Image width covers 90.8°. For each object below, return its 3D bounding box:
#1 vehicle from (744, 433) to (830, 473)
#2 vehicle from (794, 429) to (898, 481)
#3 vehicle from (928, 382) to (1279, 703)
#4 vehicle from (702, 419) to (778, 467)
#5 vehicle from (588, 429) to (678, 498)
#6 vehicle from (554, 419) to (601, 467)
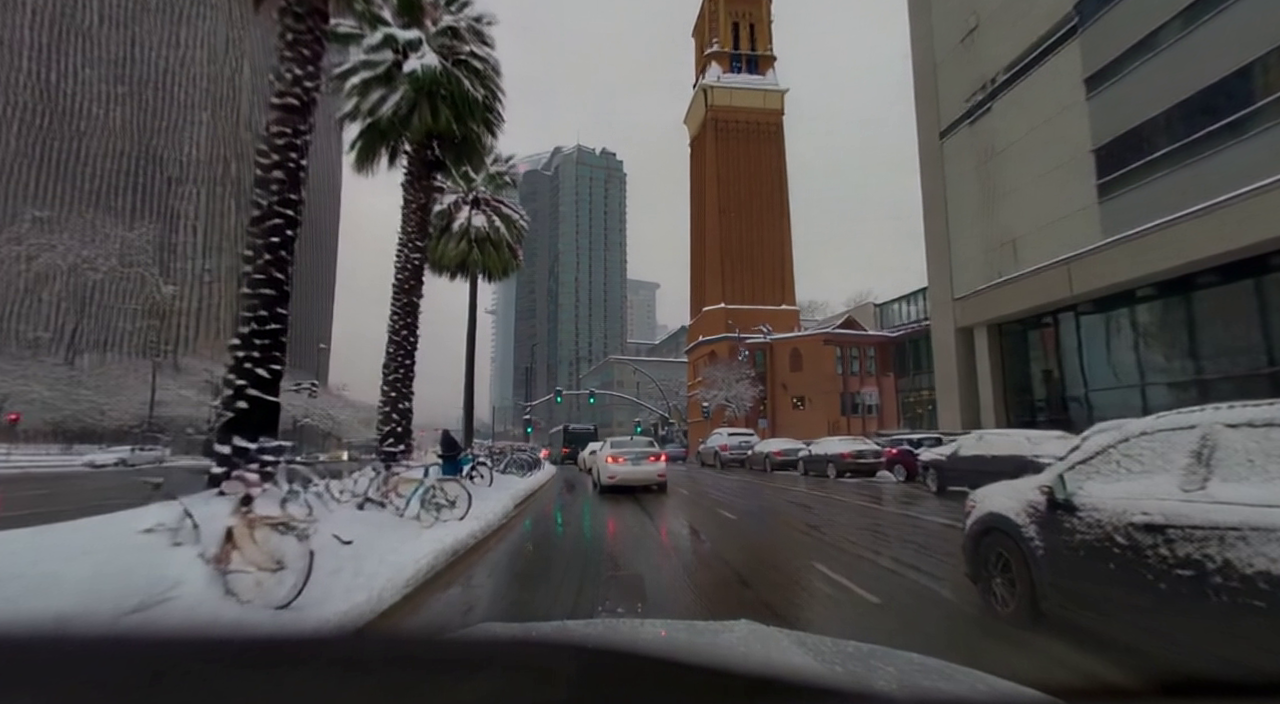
[{"bbox_3d":[6.477,4.522,28.478,1.945,1.623,5.013,1,-9,-9],"label":"vehicle"},{"bbox_3d":[7.272,3.681,22.822,1.860,1.684,4.211,1,-9,-7],"label":"vehicle"},{"bbox_3d":[3.595,0.932,2.940,2.116,1.500,4.702,0,-8,-3],"label":"vehicle"},{"bbox_3d":[5.404,5.063,35.047,2.377,2.429,5.532,1,-9,-11],"label":"vehicle"},{"bbox_3d":[-0.323,2.957,17.092,2.111,1.605,3.832,0,-8,-6],"label":"vehicle"},{"bbox_3d":[-4.177,5.932,41.078,2.400,2.872,6.053,1,-9,-12],"label":"vehicle"}]
